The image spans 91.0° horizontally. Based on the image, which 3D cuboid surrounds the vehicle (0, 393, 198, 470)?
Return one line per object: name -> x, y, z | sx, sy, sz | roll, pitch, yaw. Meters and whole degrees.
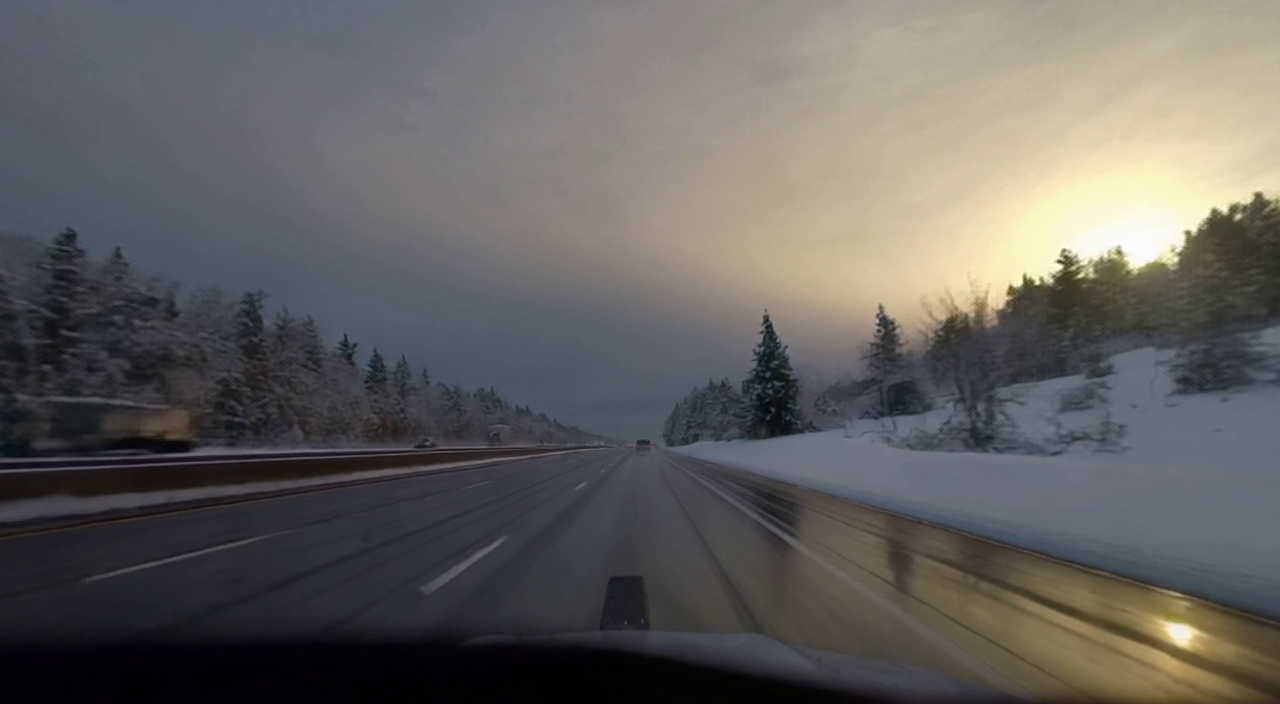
vehicle -> -20.040, 3.008, 23.384 | 2.335, 2.464, 6.588 | 0, -8, 0
